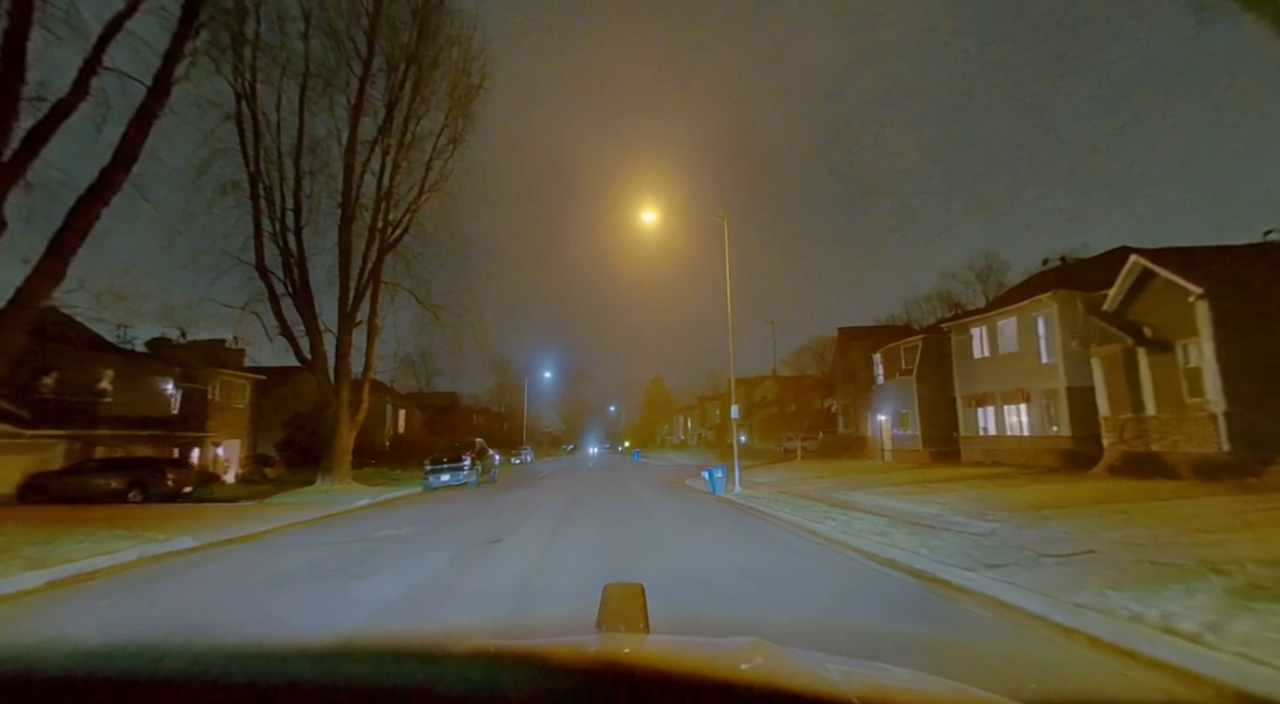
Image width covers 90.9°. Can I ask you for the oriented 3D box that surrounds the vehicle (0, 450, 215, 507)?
[{"bbox_3d":[-15.762,3.760,18.858,4.617,1.491,1.953,-1,-10,-2],"label":"vehicle"}]

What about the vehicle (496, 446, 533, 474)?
[{"bbox_3d":[-8.578,7.405,43.519,1.945,1.530,4.430,-4,-7,-5],"label":"vehicle"}]

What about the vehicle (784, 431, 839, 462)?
[{"bbox_3d":[10.945,6.014,40.529,1.936,1.687,4.714,-4,-7,-2],"label":"vehicle"}]

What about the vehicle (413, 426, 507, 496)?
[{"bbox_3d":[-7.256,4.387,26.191,2.223,2.115,5.707,5,-4,-2],"label":"vehicle"}]
